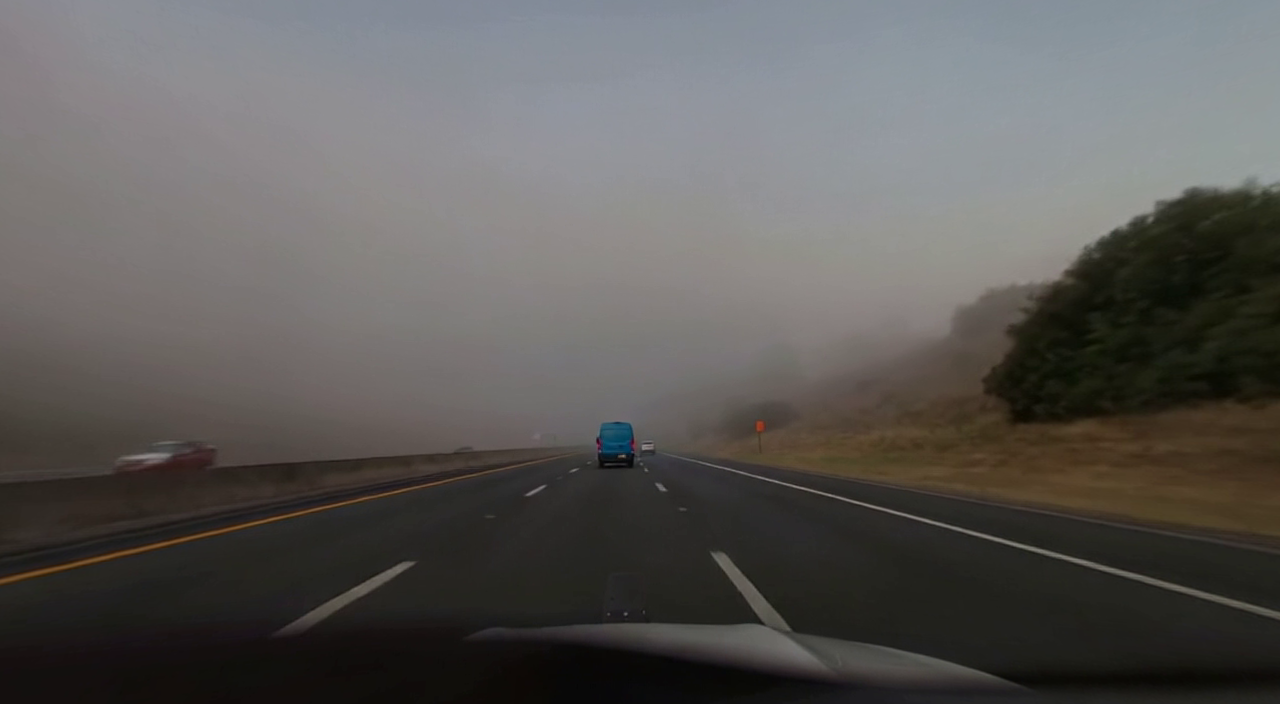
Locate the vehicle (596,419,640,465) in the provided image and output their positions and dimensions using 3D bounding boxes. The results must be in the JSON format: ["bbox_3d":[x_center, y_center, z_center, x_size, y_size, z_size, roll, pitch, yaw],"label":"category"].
[{"bbox_3d":[-1.229,5.256,36.657,2.329,2.483,5.428,0,-8,-1],"label":"vehicle"}]
